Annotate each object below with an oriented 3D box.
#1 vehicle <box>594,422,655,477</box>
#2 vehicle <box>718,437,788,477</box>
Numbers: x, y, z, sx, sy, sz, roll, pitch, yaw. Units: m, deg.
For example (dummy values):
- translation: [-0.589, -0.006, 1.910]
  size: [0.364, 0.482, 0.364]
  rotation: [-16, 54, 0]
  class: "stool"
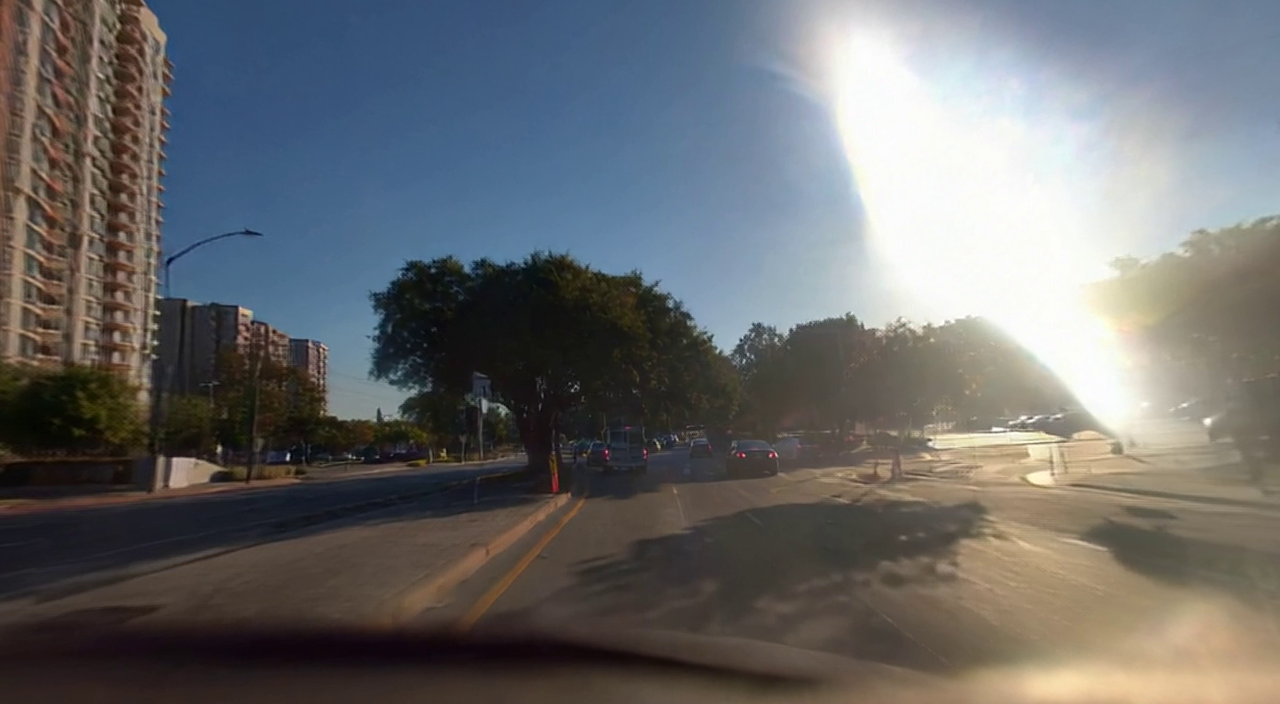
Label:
- translation: [-0.783, 4.234, 27.500]
  size: [2.396, 2.143, 4.824]
  rotation: [0, -8, -4]
  class: "vehicle"
- translation: [4.525, 4.293, 25.944]
  size: [2.075, 1.486, 4.316]
  rotation: [0, -8, 0]
  class: "vehicle"
